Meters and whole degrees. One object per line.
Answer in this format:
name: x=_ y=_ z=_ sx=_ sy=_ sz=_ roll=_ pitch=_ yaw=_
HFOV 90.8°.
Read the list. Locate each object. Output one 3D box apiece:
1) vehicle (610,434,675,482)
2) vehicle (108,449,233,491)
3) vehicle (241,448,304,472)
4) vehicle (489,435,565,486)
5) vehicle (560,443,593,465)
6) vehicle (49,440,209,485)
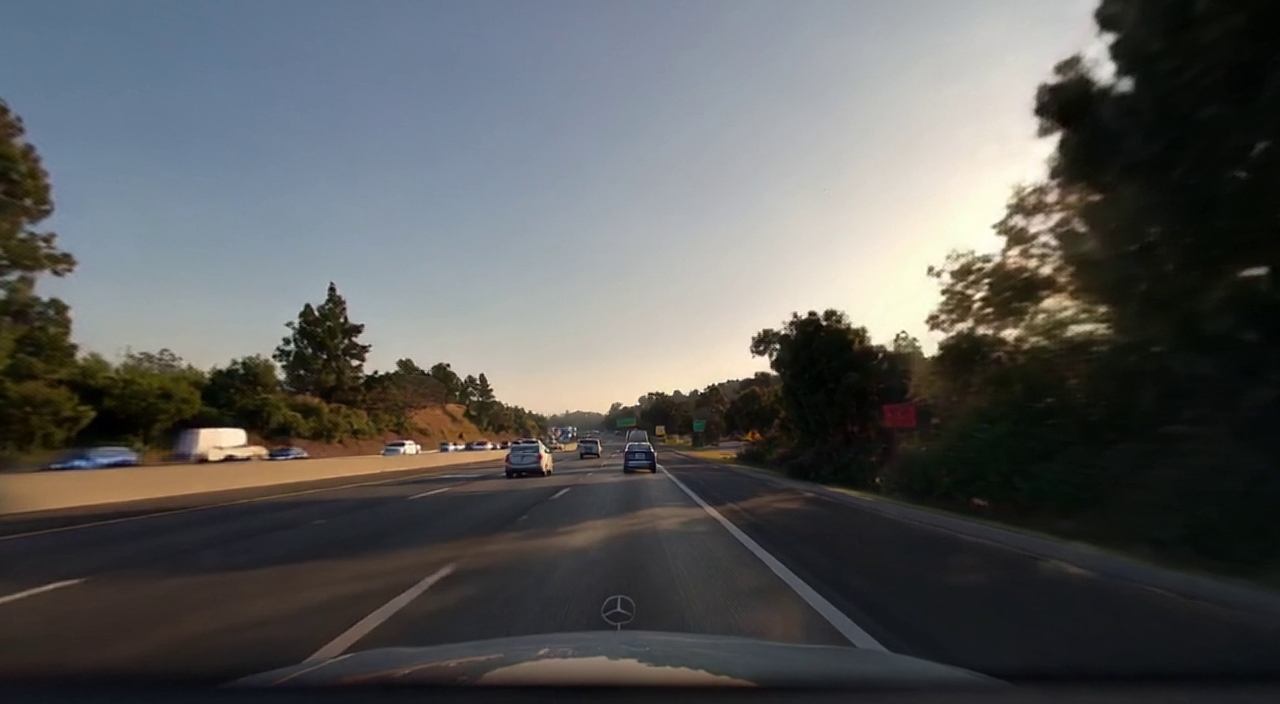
vehicle: x=0.053 y=4.260 z=25.689 sx=2.378 sy=1.750 sz=4.355 roll=0 pitch=-8 yaw=-1
vehicle: x=-17.627 y=4.415 z=23.980 sx=1.825 sy=1.411 sz=3.761 roll=0 pitch=-8 yaw=0
vehicle: x=-24.658 y=7.243 z=42.572 sx=1.784 sy=1.522 sz=4.042 roll=0 pitch=-8 yaw=0
vehicle: x=-4.109 y=4.033 z=23.737 sx=2.044 sy=1.717 sz=4.421 roll=0 pitch=-8 yaw=0
vehicle: x=-4.715 y=7.659 z=47.567 sx=2.084 sy=1.528 sz=4.094 roll=0 pitch=-8 yaw=0
vehicle: x=-21.606 y=4.679 z=27.171 sx=2.141 sy=1.690 sz=5.651 roll=0 pitch=-8 yaw=0
